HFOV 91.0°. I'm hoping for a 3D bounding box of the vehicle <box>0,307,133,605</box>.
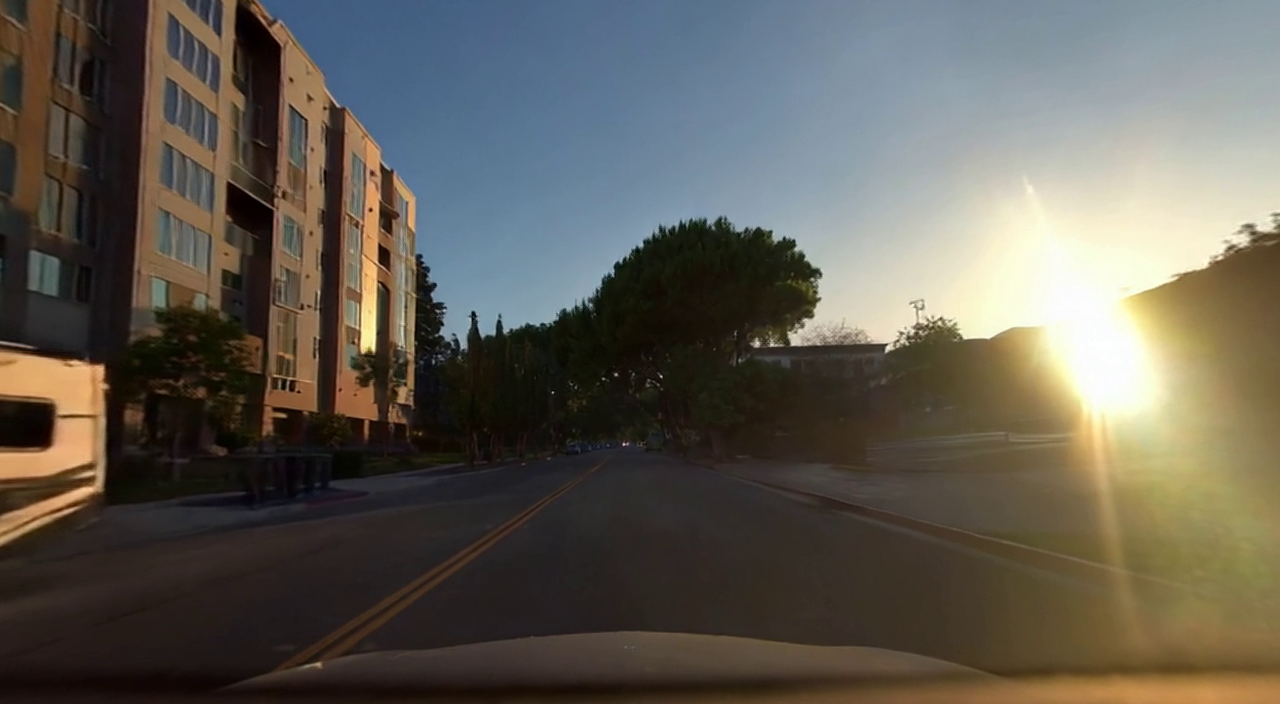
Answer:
[{"bbox_3d":[-7.436,0.610,3.293,3.108,2.771,7.999,1,-8,-2],"label":"vehicle"}]
